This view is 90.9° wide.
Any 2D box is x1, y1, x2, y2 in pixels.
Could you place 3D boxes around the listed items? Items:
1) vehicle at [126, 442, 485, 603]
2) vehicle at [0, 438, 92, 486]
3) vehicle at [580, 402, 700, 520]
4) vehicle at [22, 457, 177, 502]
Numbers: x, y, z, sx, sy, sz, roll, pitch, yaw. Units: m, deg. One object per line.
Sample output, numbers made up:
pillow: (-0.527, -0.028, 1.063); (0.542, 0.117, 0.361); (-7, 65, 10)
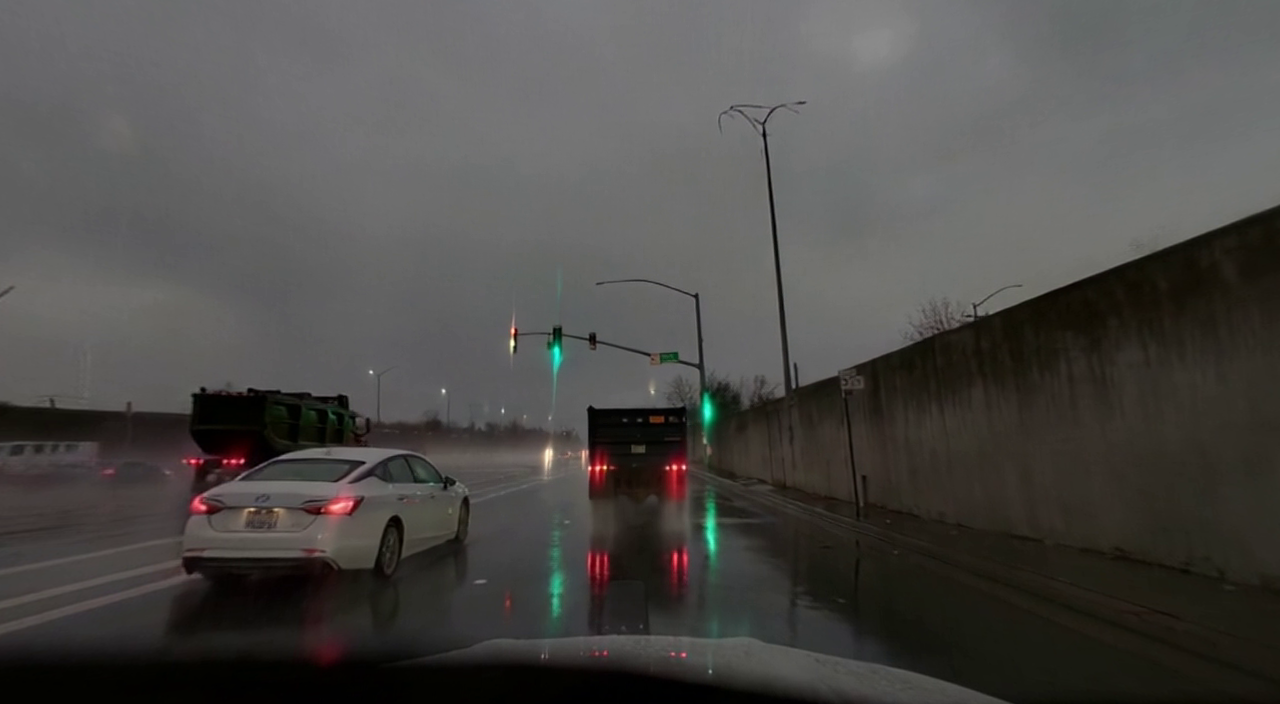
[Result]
vehicle: (-3.741, 1.962, 8.415); (2.019, 1.480, 4.966); (0, -8, 1)
vehicle: (-44.361, 7.814, 45.163); (2.771, 3.253, 8.023); (-1, -8, 2)
vehicle: (0.030, 2.535, 15.145); (2.355, 2.305, 5.336); (0, -8, 1)
vehicle: (-20.761, 4.894, 24.538); (1.855, 1.462, 4.554); (-1, -8, 2)
